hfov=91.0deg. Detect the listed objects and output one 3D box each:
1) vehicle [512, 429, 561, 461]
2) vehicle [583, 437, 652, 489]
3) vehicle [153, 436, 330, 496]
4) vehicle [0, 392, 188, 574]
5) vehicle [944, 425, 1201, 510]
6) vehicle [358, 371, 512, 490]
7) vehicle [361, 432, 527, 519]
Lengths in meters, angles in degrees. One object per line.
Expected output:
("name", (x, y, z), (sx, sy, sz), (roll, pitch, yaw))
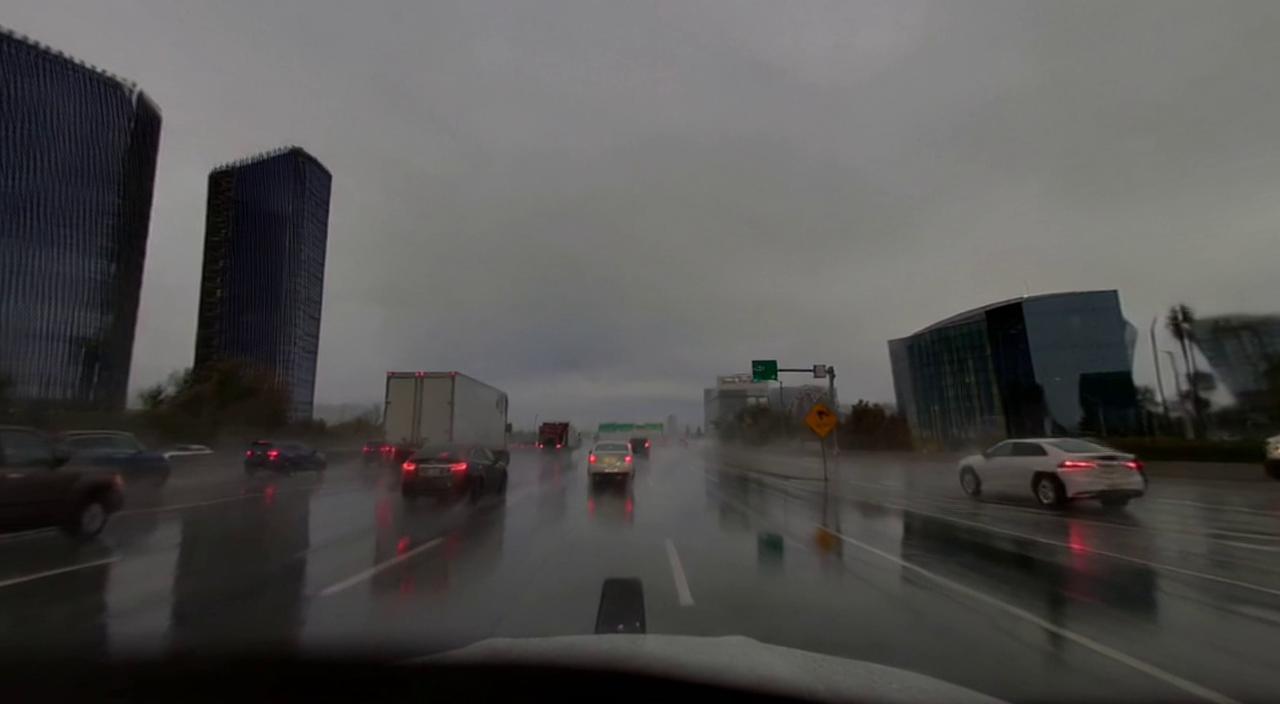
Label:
("vehicle", (-6.994, 6.353, 43.040), (2.339, 2.059, 5.359), (0, -8, 1))
("vehicle", (-0.641, 3.492, 20.150), (1.991, 1.488, 3.922), (0, -8, 0))
("vehicle", (-11.111, 3.194, 18.101), (1.987, 1.495, 4.710), (0, -8, 0))
("vehicle", (-7.563, 1.343, 6.489), (2.190, 1.821, 4.800), (0, -8, 0))
("vehicle", (11.694, 3.139, 17.744), (2.415, 1.972, 5.572), (2, -9, -15))
("vehicle", (-6.668, 2.822, 22.093), (2.955, 3.359, 8.322), (0, -8, -3))
("vehicle", (-3.818, 2.482, 13.204), (2.016, 1.497, 4.235), (0, -8, 2))
